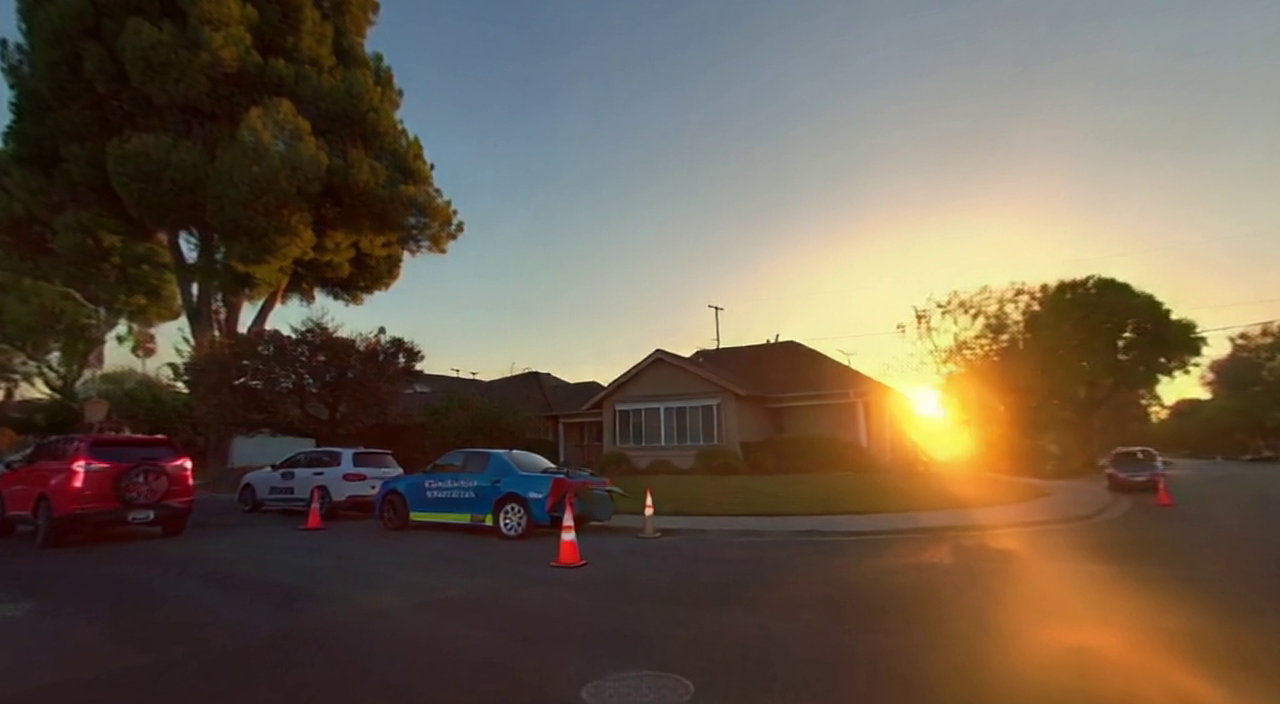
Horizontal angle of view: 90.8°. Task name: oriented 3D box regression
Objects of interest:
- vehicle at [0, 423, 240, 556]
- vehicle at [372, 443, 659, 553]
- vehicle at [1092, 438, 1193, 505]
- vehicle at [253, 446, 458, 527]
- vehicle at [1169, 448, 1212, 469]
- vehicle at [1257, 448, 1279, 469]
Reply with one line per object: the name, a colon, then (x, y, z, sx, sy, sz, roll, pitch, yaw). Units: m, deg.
vehicle: (-8.942, 2.159, 10.623, 4.094, 1.748, 2.350, -7, -11, 38)
vehicle: (-2.287, 2.401, 11.233, 4.710, 1.515, 2.400, -6, -11, 36)
vehicle: (15.036, 3.504, 18.983, 2.014, 1.742, 4.297, -7, -11, 37)
vehicle: (-6.598, 2.931, 14.459, 5.022, 1.497, 1.996, -6, -10, 36)
vehicle: (40.403, 7.781, 46.472, 2.078, 1.445, 4.058, -7, -11, 38)
vehicle: (45.287, 7.532, 44.763, 1.673, 1.444, 4.225, -7, -11, 38)
